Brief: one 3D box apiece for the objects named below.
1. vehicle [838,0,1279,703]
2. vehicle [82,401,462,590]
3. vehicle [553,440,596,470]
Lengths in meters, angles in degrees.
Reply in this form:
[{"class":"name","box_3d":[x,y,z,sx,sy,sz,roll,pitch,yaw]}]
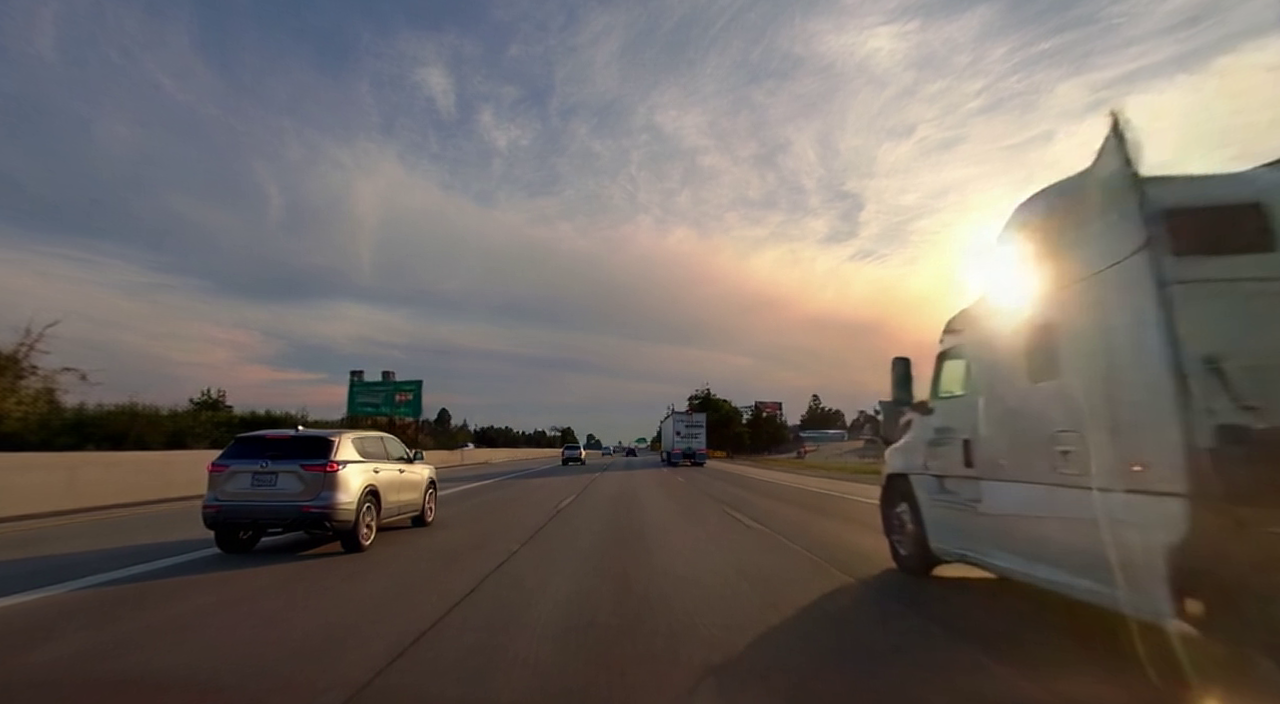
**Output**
[{"class":"vehicle","box_3d":[4.227,0.178,5.176,3.030,3.918,6.108,0,-9,-1]},{"class":"vehicle","box_3d":[-4.143,1.708,8.315,2.202,1.760,4.617,0,-9,0]},{"class":"vehicle","box_3d":[-3.911,6.238,38.225,2.139,1.716,4.530,0,-9,-1]}]
